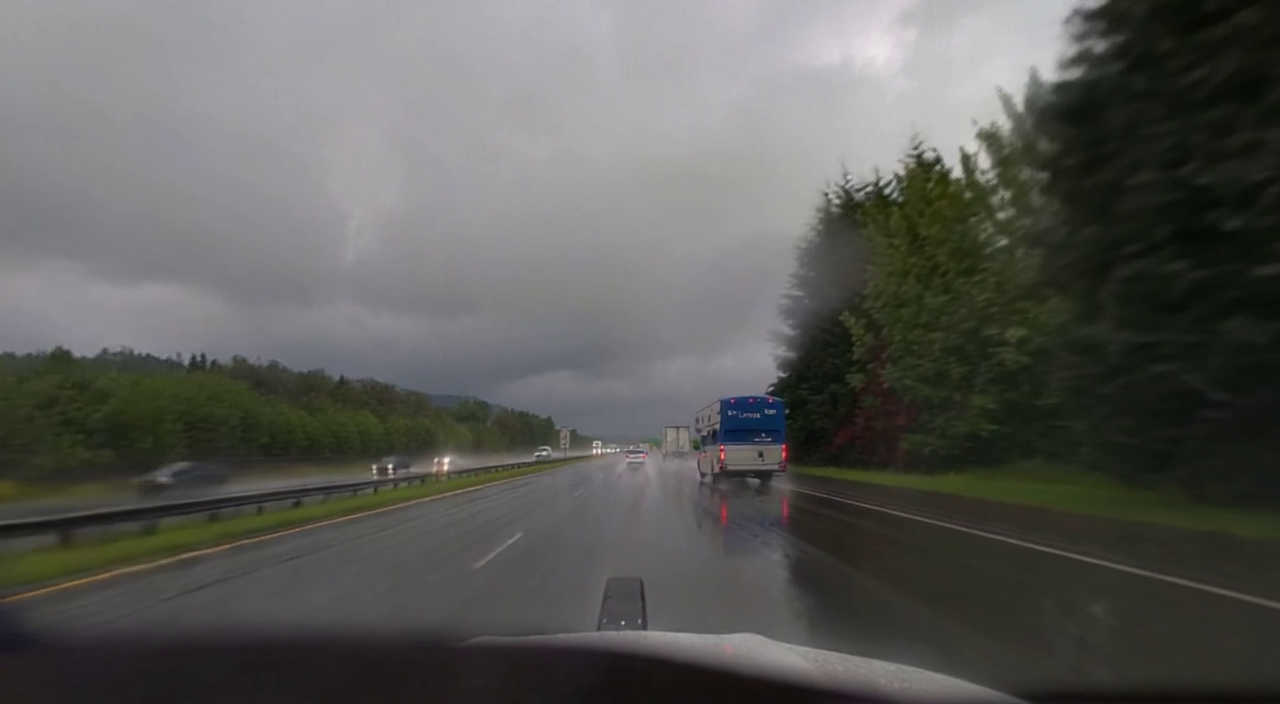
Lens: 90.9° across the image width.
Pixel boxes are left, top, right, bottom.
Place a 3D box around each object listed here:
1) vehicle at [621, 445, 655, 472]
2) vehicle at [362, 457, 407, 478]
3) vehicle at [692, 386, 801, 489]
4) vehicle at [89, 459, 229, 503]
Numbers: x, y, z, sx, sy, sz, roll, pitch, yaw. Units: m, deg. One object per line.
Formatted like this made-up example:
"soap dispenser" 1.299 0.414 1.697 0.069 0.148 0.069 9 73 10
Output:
"vehicle" -0.115 7.108 42.119 2.151 1.678 3.923 0 -9 1
"vehicle" -19.221 8.700 47.634 1.732 1.489 3.852 0 -9 1
"vehicle" 4.012 3.628 26.128 2.931 3.530 8.760 0 -9 0
"vehicle" -19.354 5.191 25.709 1.951 1.532 4.727 0 -9 0
